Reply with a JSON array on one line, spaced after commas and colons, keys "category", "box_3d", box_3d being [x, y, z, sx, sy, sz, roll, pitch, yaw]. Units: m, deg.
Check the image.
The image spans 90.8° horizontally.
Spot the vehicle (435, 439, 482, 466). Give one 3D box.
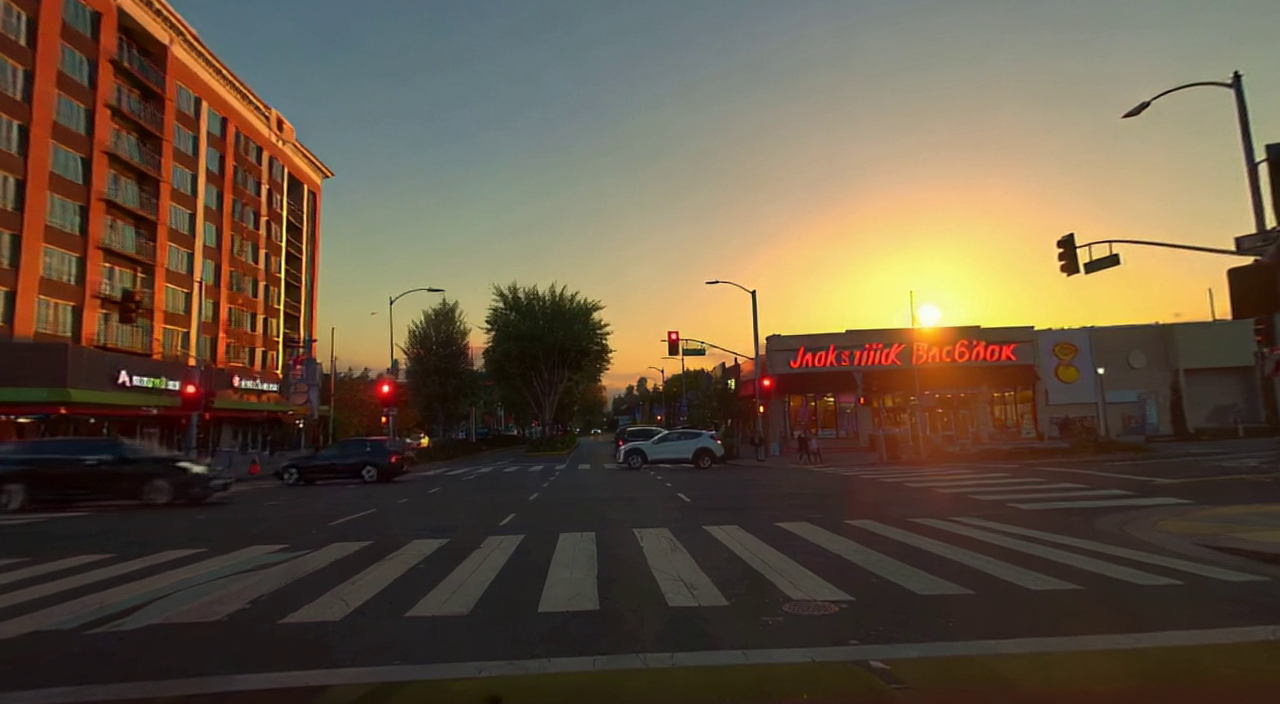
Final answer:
[{"category": "vehicle", "box_3d": [-10.936, 6.079, 38.301, 1.885, 1.545, 4.124, 0, -8, -5]}]

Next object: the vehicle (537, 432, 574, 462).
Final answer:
[{"category": "vehicle", "box_3d": [-5.086, 5.801, 38.628, 1.976, 1.683, 4.117, 0, -8, -4]}]

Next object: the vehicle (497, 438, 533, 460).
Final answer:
[{"category": "vehicle", "box_3d": [-8.585, 6.694, 43.670, 1.906, 1.402, 4.904, 0, -8, -5]}]

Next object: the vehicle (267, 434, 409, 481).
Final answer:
[{"category": "vehicle", "box_3d": [-11.534, 4.038, 24.427, 4.513, 1.682, 1.810, 1, -9, -8]}]

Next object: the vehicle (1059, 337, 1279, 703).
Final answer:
[{"category": "vehicle", "box_3d": [3.030, 0.607, 0.869, 1.866, 1.654, 4.354, 0, -8, 0]}]

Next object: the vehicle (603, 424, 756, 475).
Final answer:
[{"category": "vehicle", "box_3d": [1.199, 3.111, 20.302, 4.612, 1.521, 1.811, 1, -9, -9]}]

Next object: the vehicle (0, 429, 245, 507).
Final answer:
[{"category": "vehicle", "box_3d": [-12.467, 2.746, 15.279, 4.446, 1.714, 1.830, 1, -8, -7]}]
